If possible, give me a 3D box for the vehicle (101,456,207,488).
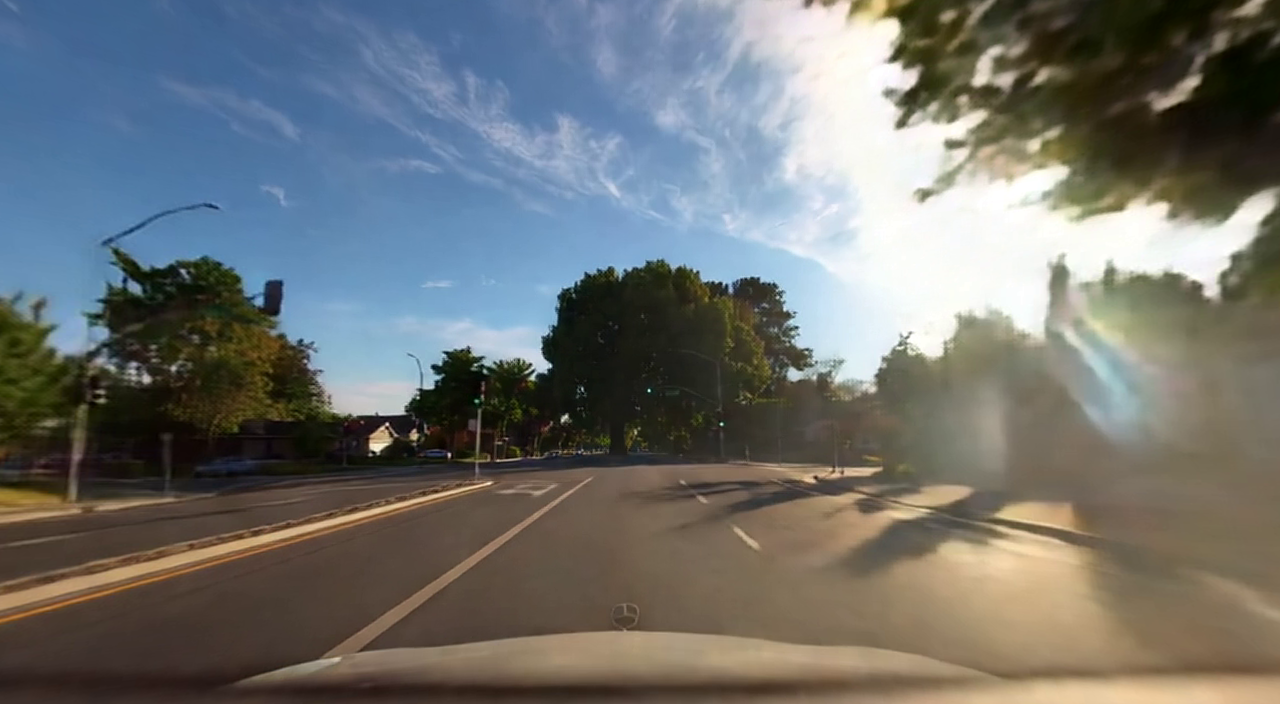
[{"bbox_3d":[-27.589,6.798,35.921,4.676,1.704,2.031,-2,-9,10],"label":"vehicle"}]

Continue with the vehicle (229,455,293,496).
[{"bbox_3d":[-16.084,5.225,27.043,2.018,1.500,4.433,4,-10,-27],"label":"vehicle"}]
